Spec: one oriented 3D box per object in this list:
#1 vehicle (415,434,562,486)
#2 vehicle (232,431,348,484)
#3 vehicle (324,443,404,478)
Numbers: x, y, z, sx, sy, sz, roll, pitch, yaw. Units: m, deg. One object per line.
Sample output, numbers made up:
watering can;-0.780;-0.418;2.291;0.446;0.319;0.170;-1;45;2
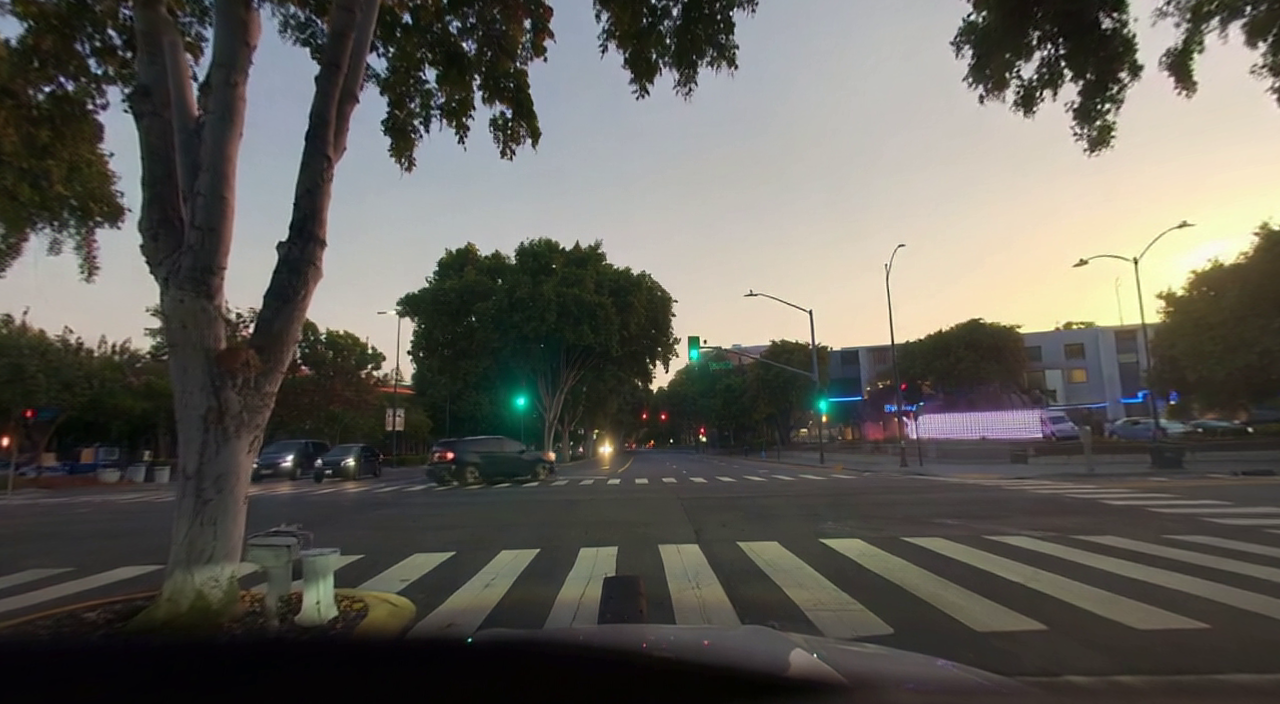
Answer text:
vehicle;-5.292;3.788;22.461;4.569;1.658;2.153;7;-11;-42
vehicle;-18.600;5.626;33.988;2.557;2.580;5.856;-1;-8;4
vehicle;-14.853;5.835;34.248;2.169;1.753;4.640;0;-8;1
